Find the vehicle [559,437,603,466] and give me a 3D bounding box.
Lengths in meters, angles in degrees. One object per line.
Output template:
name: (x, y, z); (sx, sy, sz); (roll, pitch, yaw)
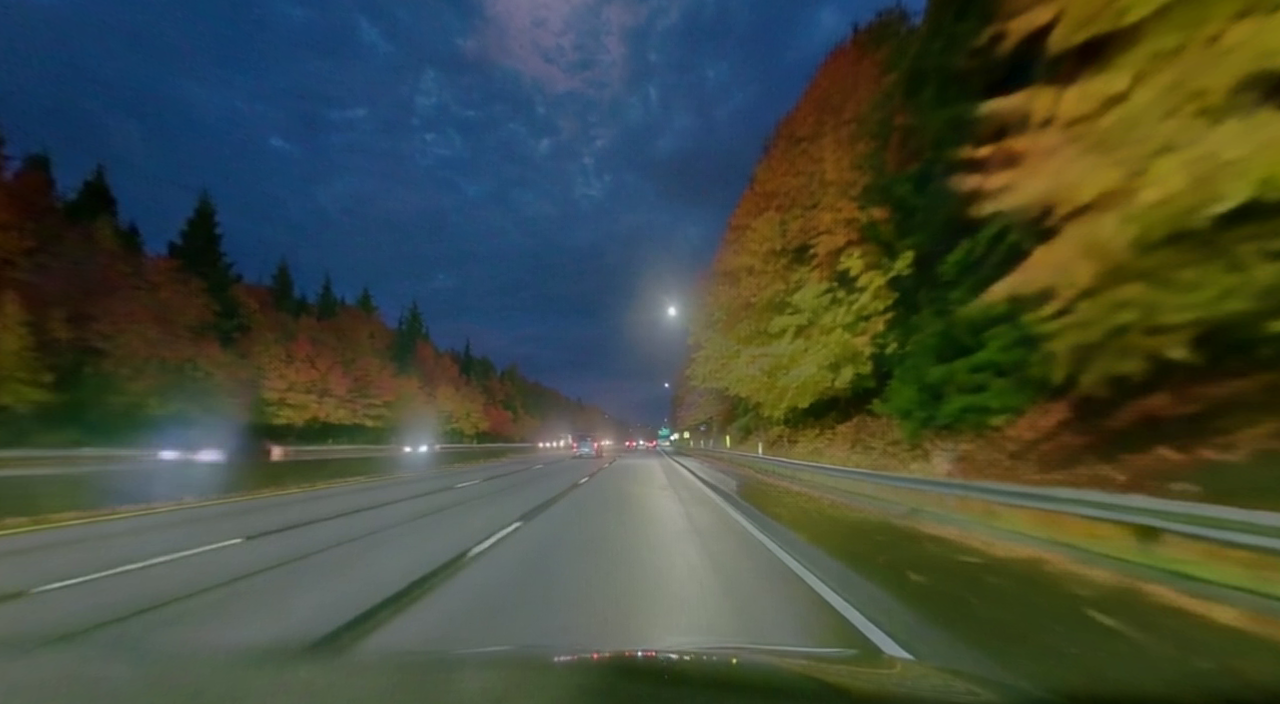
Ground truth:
vehicle: (-3.481, 5.997, 37.984); (2.123, 1.643, 4.479); (0, -8, 1)
